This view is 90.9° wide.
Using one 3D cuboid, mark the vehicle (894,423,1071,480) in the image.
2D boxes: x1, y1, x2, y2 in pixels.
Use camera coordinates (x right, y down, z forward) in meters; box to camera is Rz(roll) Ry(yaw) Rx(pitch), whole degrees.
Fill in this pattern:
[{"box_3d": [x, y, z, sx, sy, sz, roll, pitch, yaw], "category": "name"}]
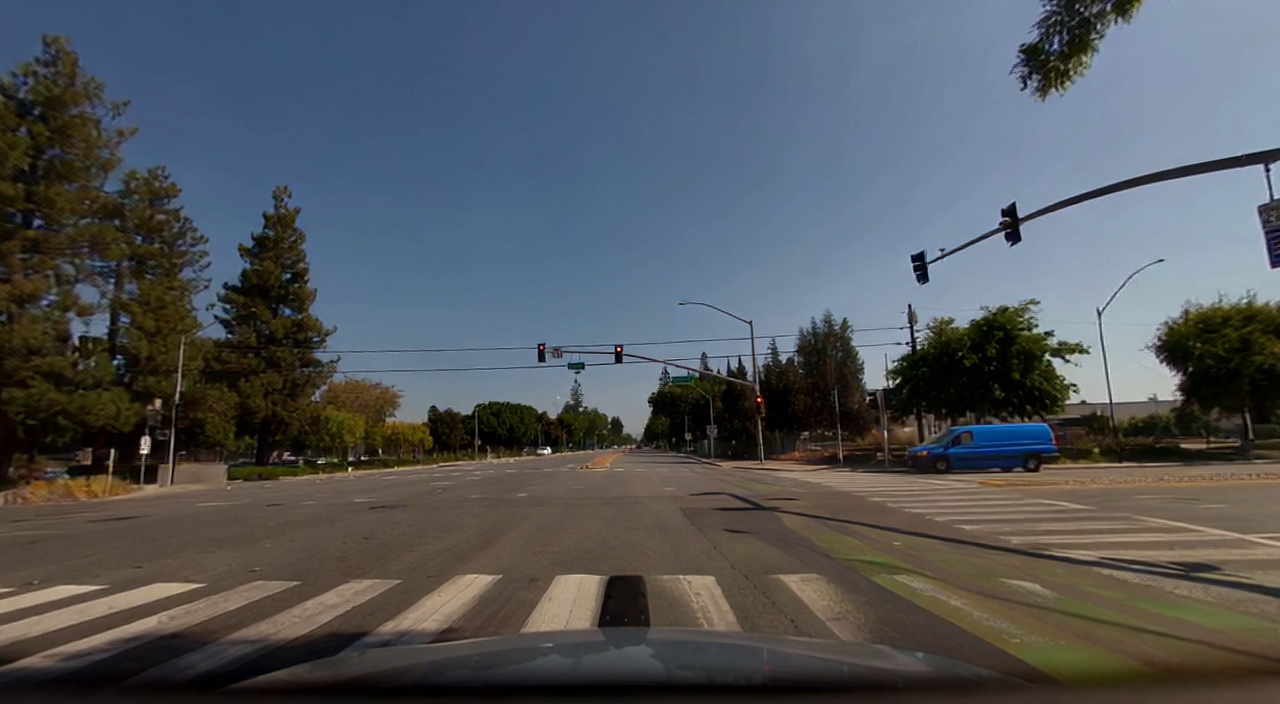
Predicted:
[{"box_3d": [11.361, 3.339, 21.189, 4.790, 1.798, 1.909, 0, -8, 0], "category": "vehicle"}]
